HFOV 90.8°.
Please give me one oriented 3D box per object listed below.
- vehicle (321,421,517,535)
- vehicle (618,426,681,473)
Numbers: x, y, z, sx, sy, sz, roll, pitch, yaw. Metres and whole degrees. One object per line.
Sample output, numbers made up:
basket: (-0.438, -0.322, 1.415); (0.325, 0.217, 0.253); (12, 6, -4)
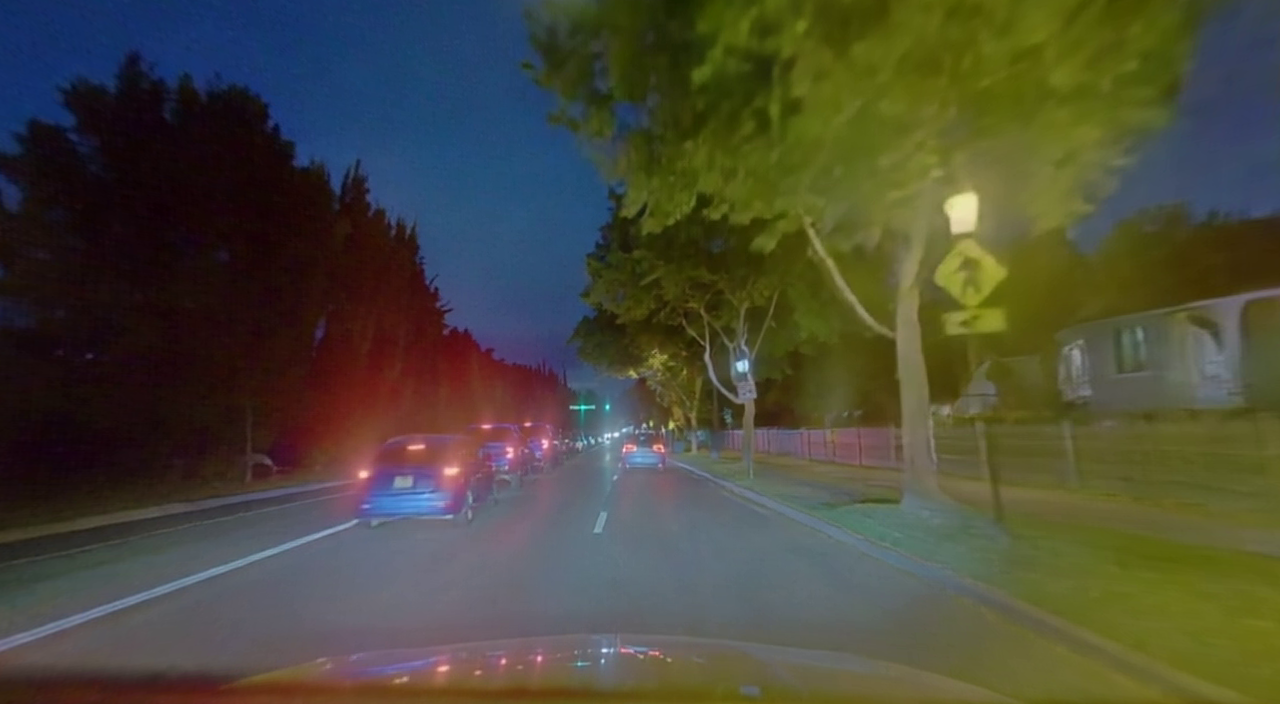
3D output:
vehicle: (-3.373, 2.006, 10.711); (1.919, 1.501, 4.509); (0, -8, -3)
vehicle: (0.277, 3.871, 25.271); (2.258, 1.682, 4.635); (0, -8, -2)
